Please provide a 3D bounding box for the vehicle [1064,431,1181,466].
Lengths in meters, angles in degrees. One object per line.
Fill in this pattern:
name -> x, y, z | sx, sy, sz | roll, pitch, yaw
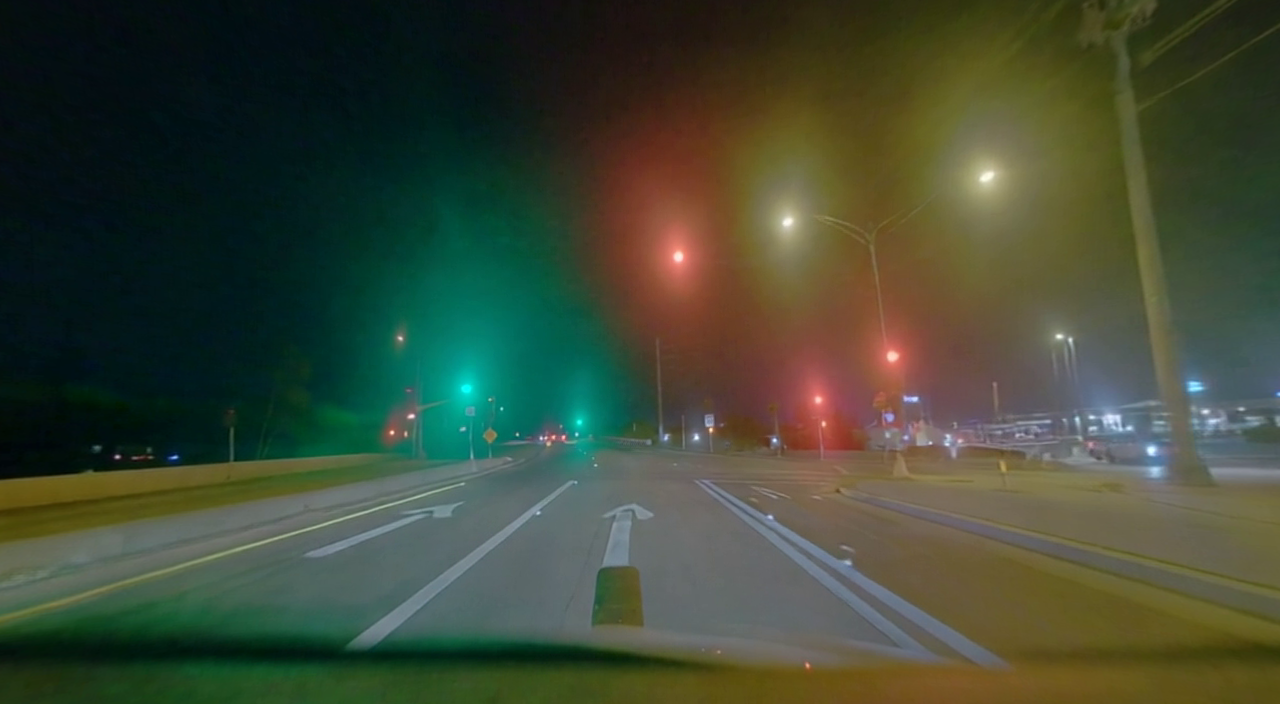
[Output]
vehicle -> 22.285, 4.483, 29.156 | 1.717, 1.486, 3.824 | 4, -10, -32
